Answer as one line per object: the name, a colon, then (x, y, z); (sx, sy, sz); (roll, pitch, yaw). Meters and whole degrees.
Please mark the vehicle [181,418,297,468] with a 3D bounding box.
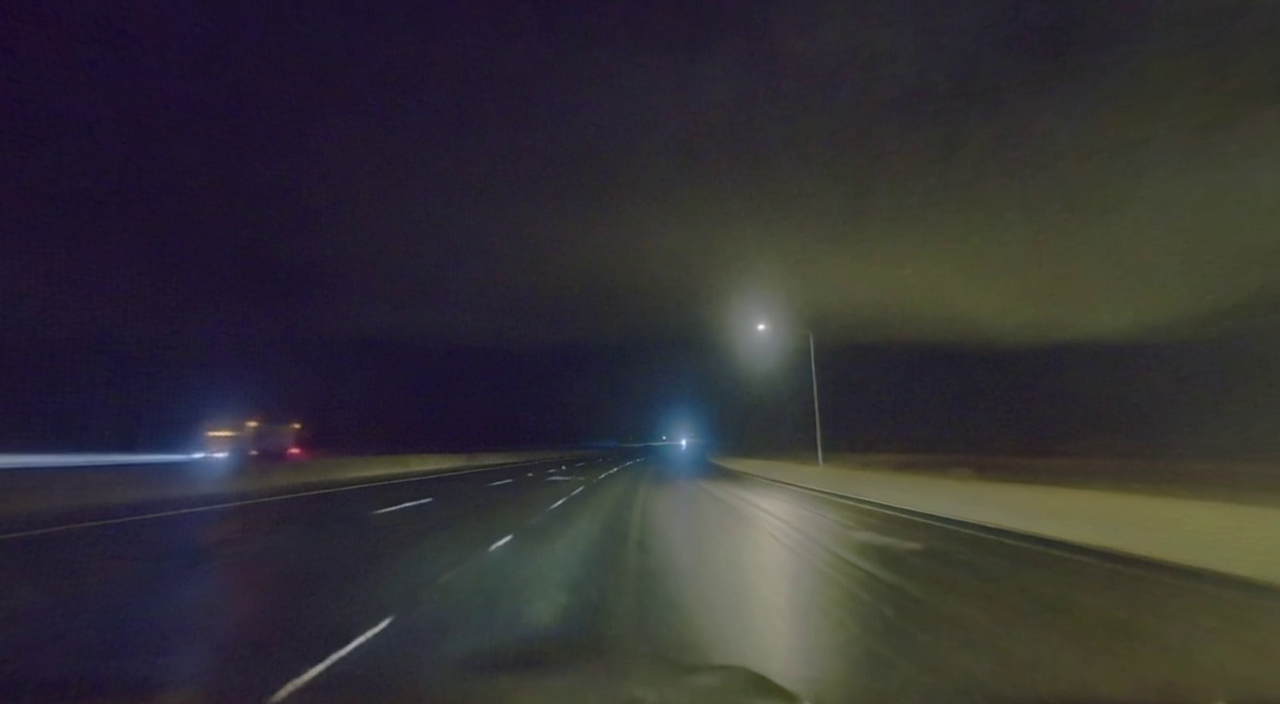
vehicle: (-23.766, 5.496, 37.879); (2.226, 2.674, 6.850); (-1, -9, 2)
